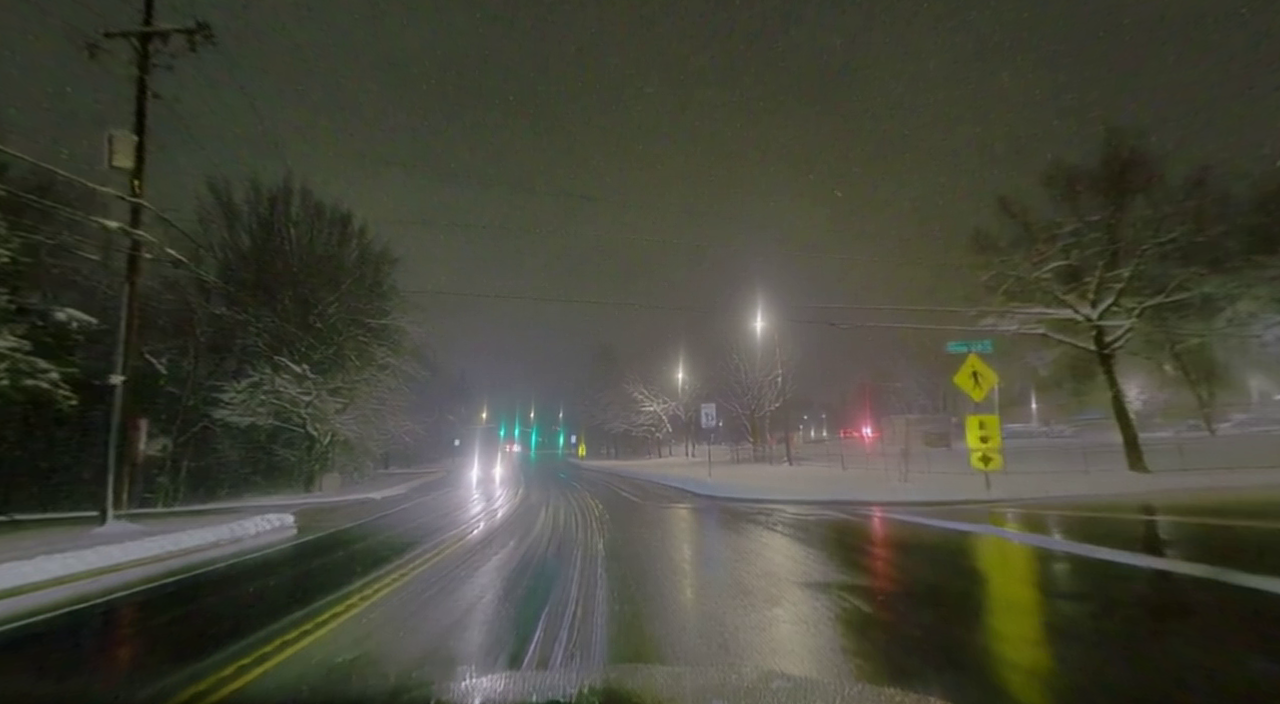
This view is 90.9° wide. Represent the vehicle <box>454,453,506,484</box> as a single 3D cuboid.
[{"bbox_3d":[-8.239,5.995,32.753,2.125,1.440,4.450,1,-9,-8],"label":"vehicle"}]
